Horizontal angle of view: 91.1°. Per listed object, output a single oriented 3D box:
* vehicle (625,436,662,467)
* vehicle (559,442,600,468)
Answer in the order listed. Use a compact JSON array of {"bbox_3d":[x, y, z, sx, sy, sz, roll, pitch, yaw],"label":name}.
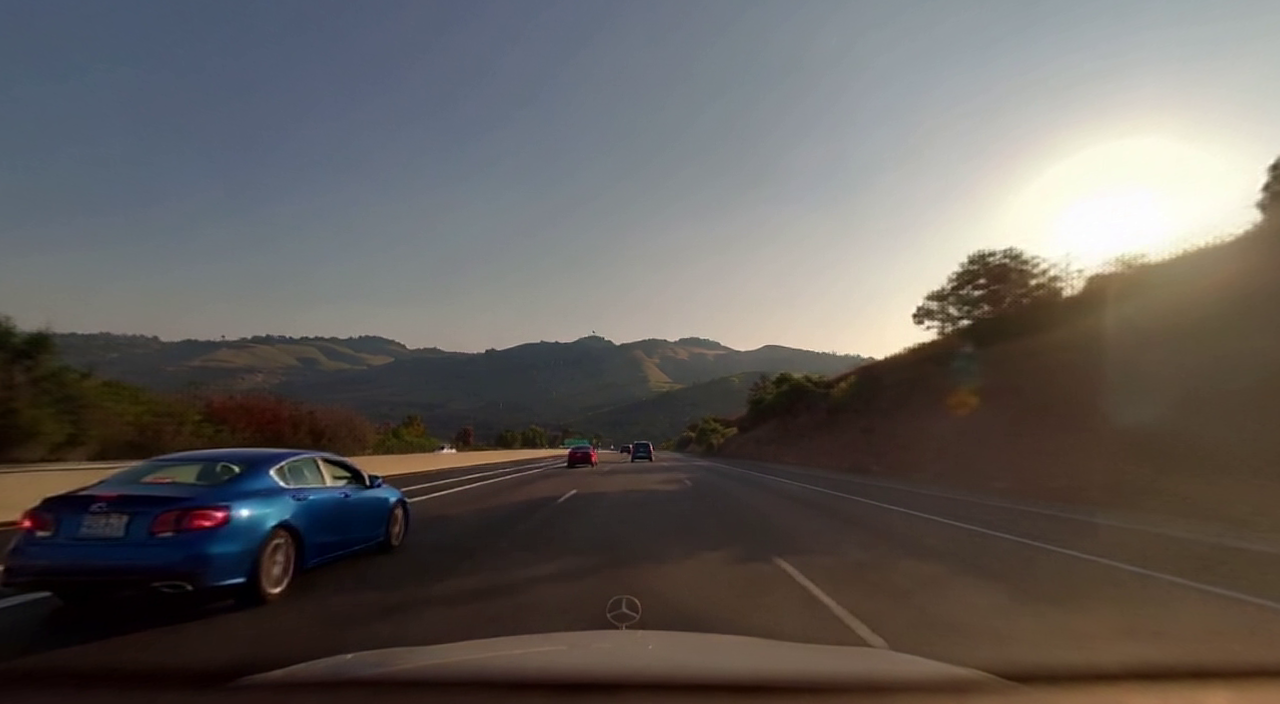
[{"bbox_3d":[0.249,6.461,40.911,2.272,1.836,4.866,0,-8,0],"label":"vehicle"},{"bbox_3d":[-3.711,6.383,39.193,2.082,1.485,4.237,0,-8,1],"label":"vehicle"}]
